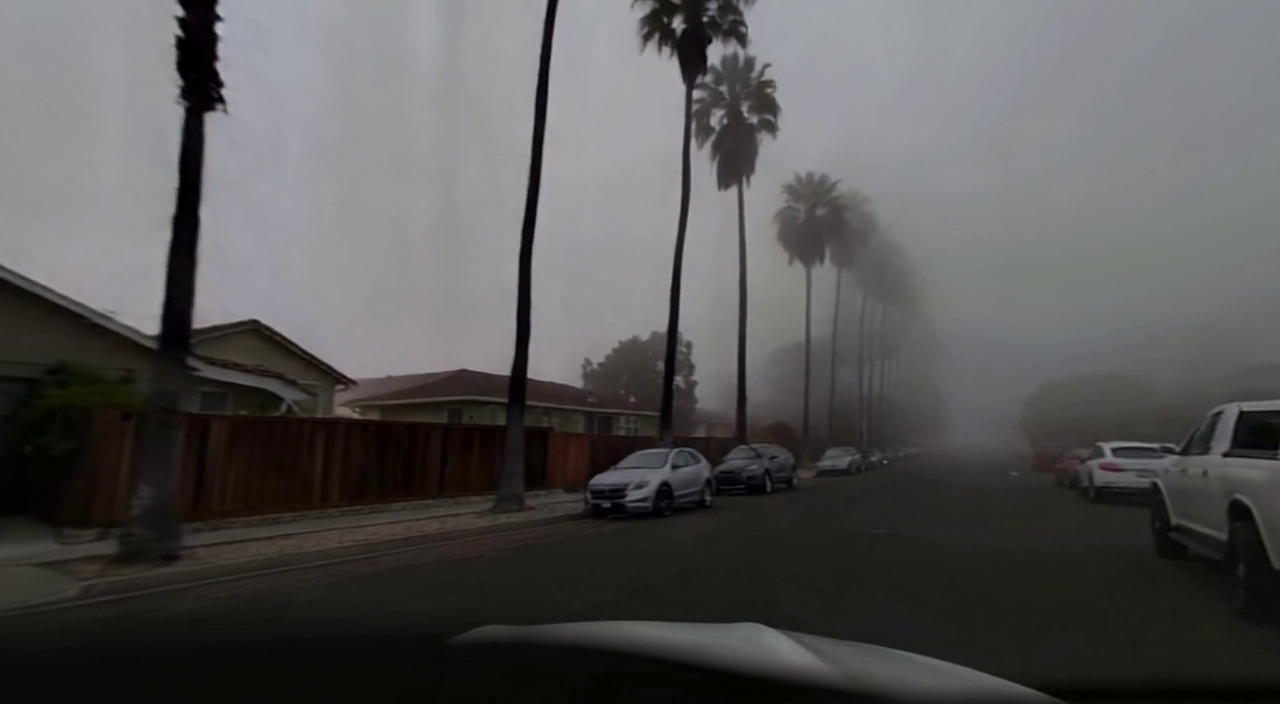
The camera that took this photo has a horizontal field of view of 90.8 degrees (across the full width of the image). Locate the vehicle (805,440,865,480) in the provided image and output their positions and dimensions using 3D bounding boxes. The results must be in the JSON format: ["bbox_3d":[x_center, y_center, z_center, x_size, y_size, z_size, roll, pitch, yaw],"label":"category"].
[{"bbox_3d":[9.790,5.359,31.547,1.947,1.803,4.381,-7,-11,27],"label":"vehicle"}]

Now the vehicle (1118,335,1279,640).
[{"bbox_3d":[7.226,1.306,6.466,2.649,2.232,6.576,-5,-9,29],"label":"vehicle"}]

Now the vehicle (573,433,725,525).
[{"bbox_3d":[0.339,2.685,13.947,1.816,1.697,3.777,-4,-9,27],"label":"vehicle"}]

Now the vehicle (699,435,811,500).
[{"bbox_3d":[3.929,3.681,20.755,2.020,1.819,5.168,-5,-10,28],"label":"vehicle"}]
